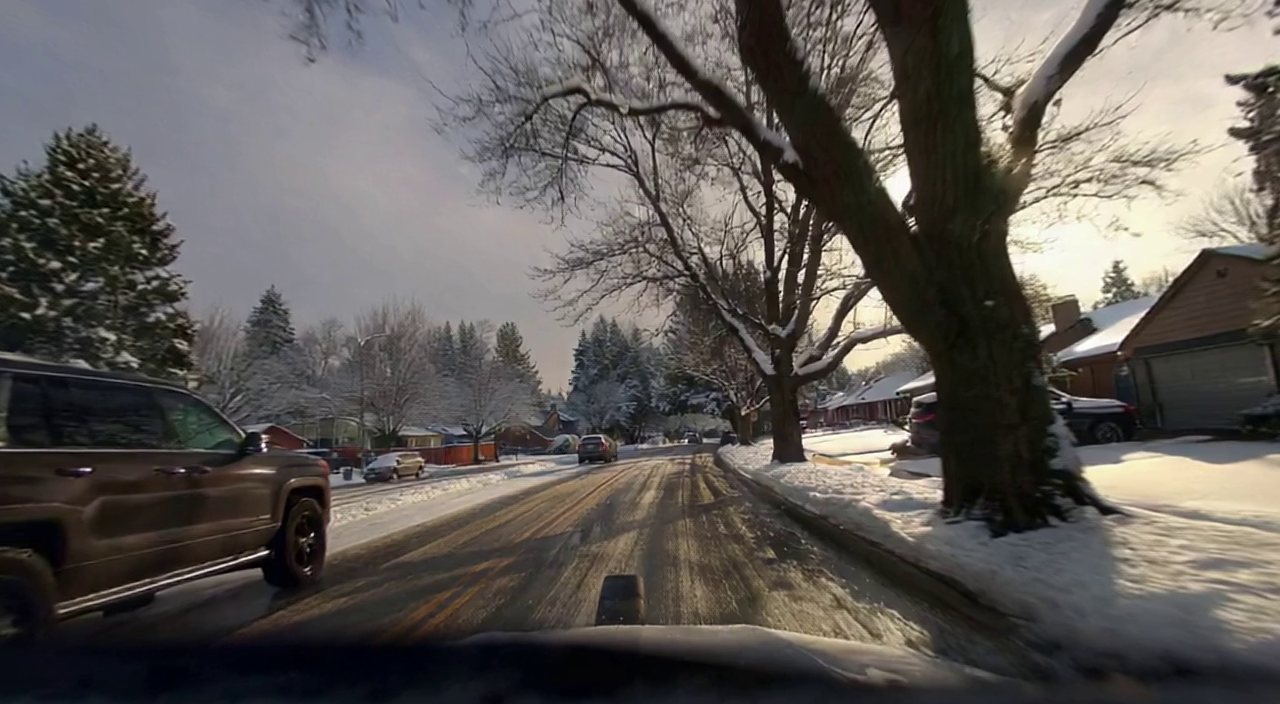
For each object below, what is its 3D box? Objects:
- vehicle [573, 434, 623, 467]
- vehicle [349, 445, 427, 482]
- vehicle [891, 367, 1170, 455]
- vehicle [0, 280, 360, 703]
[{"bbox_3d":[-2.214,5.358,34.466,2.001,1.664,4.174,-1,-9,6],"label":"vehicle"},{"bbox_3d":[-14.057,6.199,35.597,2.029,1.887,4.668,0,-8,6],"label":"vehicle"},{"bbox_3d":[9.386,1.599,15.847,5.492,1.923,2.103,-4,-9,25],"label":"vehicle"},{"bbox_3d":[-3.933,0.869,3.783,2.085,2.084,5.133,0,-9,0],"label":"vehicle"}]
